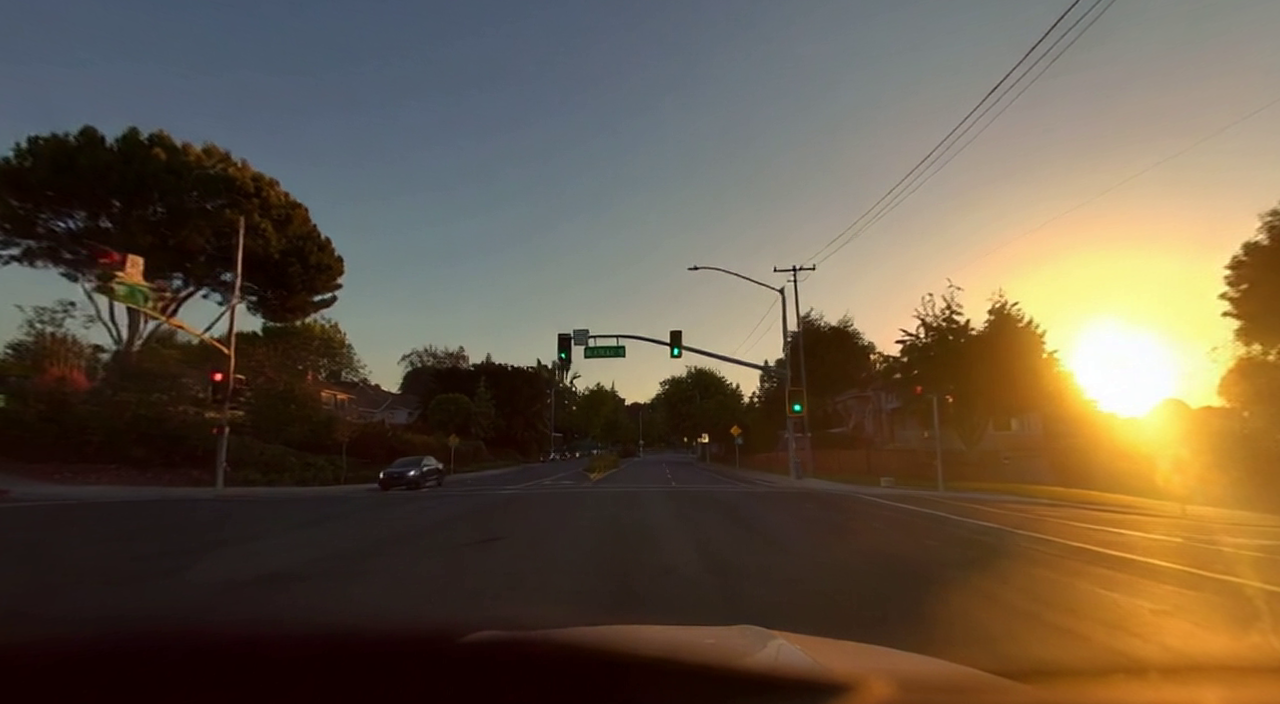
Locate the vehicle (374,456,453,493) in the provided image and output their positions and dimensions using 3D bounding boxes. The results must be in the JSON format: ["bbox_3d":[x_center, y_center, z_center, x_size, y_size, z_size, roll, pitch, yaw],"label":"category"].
[{"bbox_3d":[-10.355,5.615,29.246,1.983,1.482,4.190,-1,-9,1],"label":"vehicle"}]
